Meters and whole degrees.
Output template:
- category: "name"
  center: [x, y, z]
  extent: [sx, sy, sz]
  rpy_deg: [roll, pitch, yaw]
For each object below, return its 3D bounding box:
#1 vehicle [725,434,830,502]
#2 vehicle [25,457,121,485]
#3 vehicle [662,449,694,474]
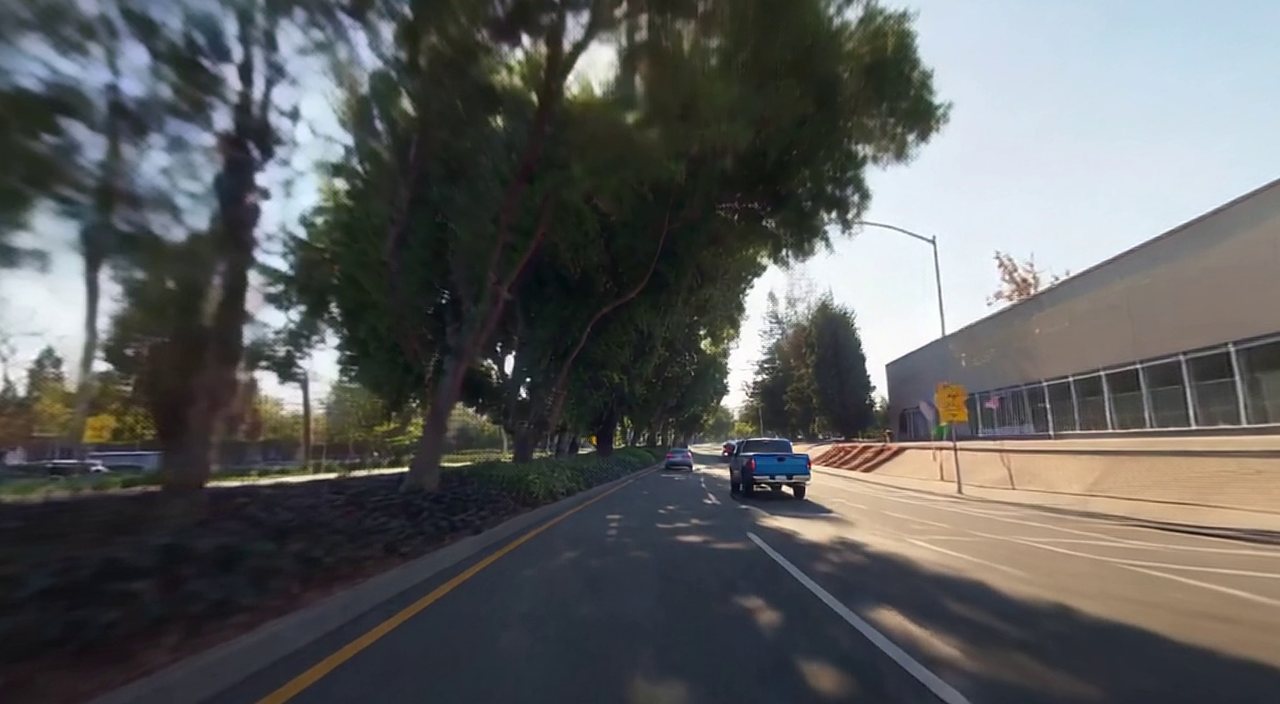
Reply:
- category: "vehicle"
  center: [4.313, 3.748, 20.871]
  extent: [2.367, 1.919, 5.651]
  rpy_deg: [0, -9, 2]
- category: "vehicle"
  center: [-32.802, 6.866, 36.488]
  extent: [3.963, 1.494, 1.802]
  rpy_deg: [-1, -9, 6]
- category: "vehicle"
  center: [2.555, 7.167, 41.594]
  extent: [1.968, 1.521, 4.262]
  rpy_deg: [0, -9, 5]
